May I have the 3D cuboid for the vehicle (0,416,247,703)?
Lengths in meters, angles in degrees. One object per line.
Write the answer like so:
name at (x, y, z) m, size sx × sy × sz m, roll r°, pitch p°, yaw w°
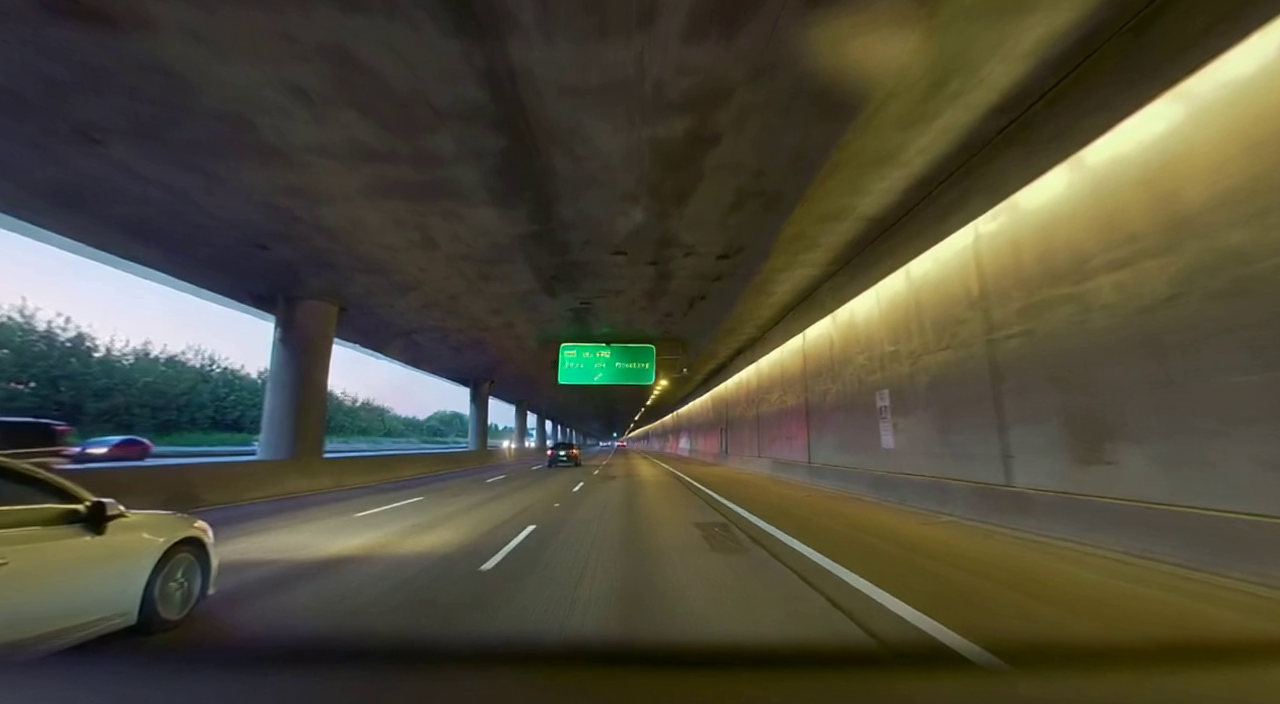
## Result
vehicle at (-3.931, 0.978, 2.589) m, size 1.885 × 1.424 × 4.230 m, roll -1°, pitch -8°, yaw 0°

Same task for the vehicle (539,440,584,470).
vehicle at (-4.160, 5.525, 34.111) m, size 1.973 × 1.474 × 4.199 m, roll 0°, pitch -8°, yaw -1°
